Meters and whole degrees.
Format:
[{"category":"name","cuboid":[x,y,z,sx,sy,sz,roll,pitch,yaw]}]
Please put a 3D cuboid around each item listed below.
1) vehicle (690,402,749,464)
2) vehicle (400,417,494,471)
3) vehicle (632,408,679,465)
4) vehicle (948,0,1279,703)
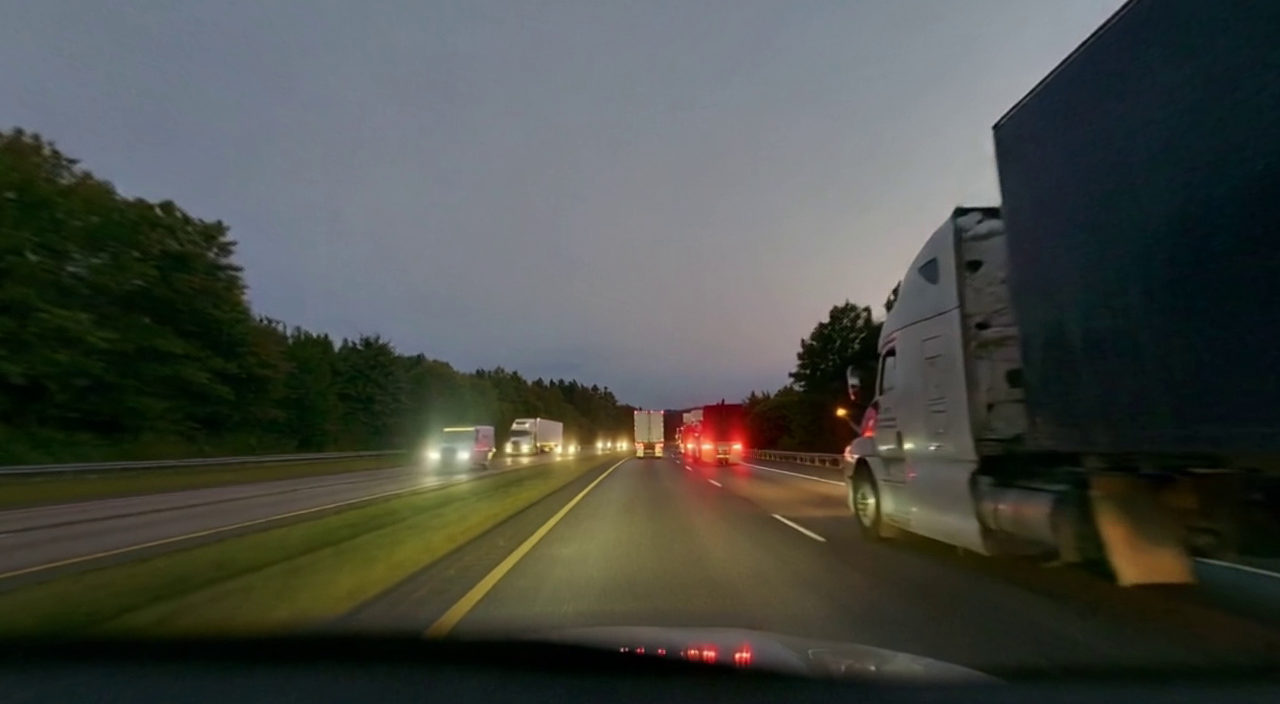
[{"category":"vehicle","cuboid":[4.912,5.215,40.213,2.956,3.604,6.277,0,-8,1]},{"category":"vehicle","cuboid":[-8.634,4.213,28.981,2.193,2.189,6.439,-1,-8,1]},{"category":"vehicle","cuboid":[0.872,5.363,39.977,2.644,3.247,7.454,0,-8,0]},{"category":"vehicle","cuboid":[4.725,-0.198,3.277,3.012,3.936,5.848,0,-8,-1]}]
